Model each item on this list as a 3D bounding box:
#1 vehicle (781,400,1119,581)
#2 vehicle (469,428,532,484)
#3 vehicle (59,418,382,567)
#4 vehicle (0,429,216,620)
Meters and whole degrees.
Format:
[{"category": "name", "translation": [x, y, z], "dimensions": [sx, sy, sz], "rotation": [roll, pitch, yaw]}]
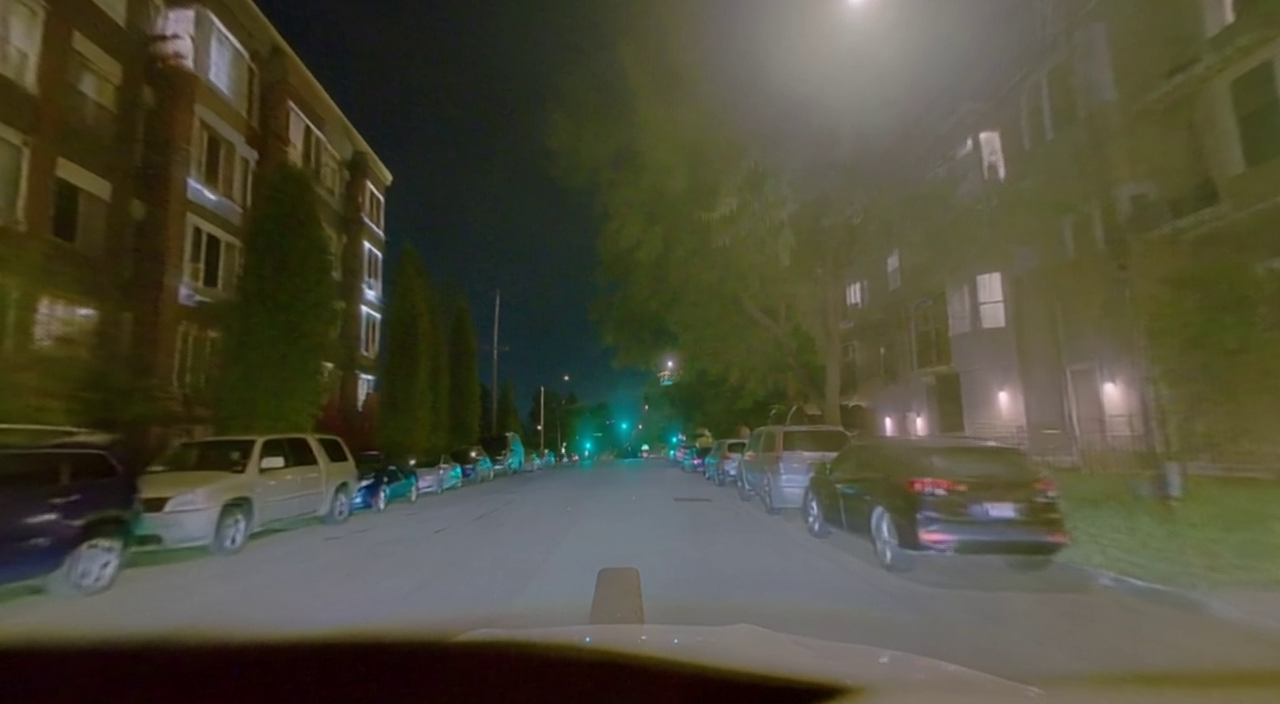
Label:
[{"category": "vehicle", "translation": [3.858, 1.849, 9.309], "dimensions": [2.214, 1.885, 5.268], "rotation": [0, -9, -1]}, {"category": "vehicle", "translation": [-7.625, 5.748, 34.980], "dimensions": [2.294, 2.707, 6.199], "rotation": [-2, -9, -2]}, {"category": "vehicle", "translation": [-7.382, 2.575, 12.302], "dimensions": [2.205, 2.051, 6.109], "rotation": [-3, -10, -1]}, {"category": "vehicle", "translation": [-7.273, 1.743, 6.245], "dimensions": [2.384, 1.781, 5.492], "rotation": [-3, -10, -1]}]
